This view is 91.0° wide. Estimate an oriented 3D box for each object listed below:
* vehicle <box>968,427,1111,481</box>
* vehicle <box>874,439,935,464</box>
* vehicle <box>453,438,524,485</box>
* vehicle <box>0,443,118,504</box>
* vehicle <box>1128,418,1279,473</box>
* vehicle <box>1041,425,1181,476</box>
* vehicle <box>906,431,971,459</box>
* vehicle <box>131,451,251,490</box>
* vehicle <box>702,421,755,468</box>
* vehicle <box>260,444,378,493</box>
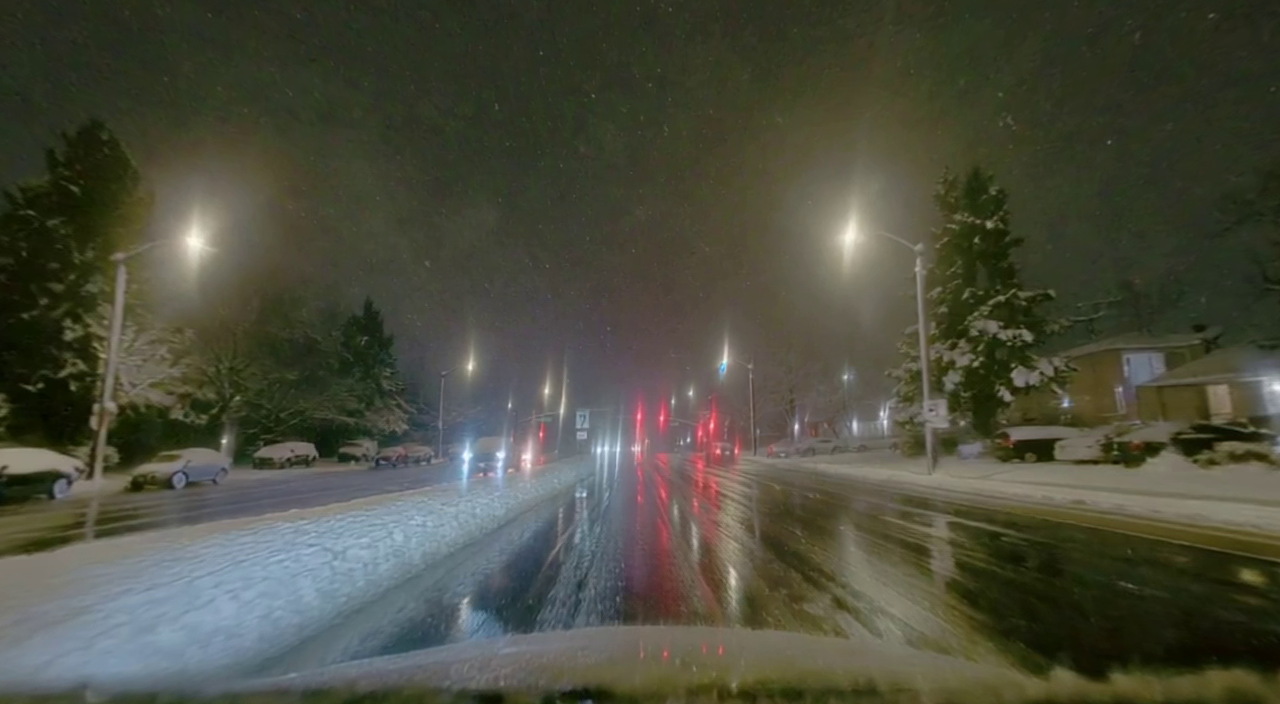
[{"bbox_3d":[14.575,3.751,23.389,2.158,1.736,4.713,-2,-8,0],"label":"vehicle"},{"bbox_3d":[17.713,6.636,42.402,1.957,1.501,4.308,-2,-8,-3],"label":"vehicle"},{"bbox_3d":[-5.827,4.259,24.779,2.002,1.635,4.271,1,-9,-4],"label":"vehicle"},{"bbox_3d":[-18.833,3.611,19.047,2.009,1.692,4.708,0,-9,0],"label":"vehicle"},{"bbox_3d":[20.175,3.299,22.397,2.020,1.727,4.526,-1,-8,1],"label":"vehicle"},{"bbox_3d":[17.122,3.623,23.214,1.931,1.699,4.307,0,-9,3],"label":"vehicle"},{"bbox_3d":[20.218,6.342,42.899,2.012,1.709,4.574,-1,-9,-2],"label":"vehicle"},{"bbox_3d":[-18.991,4.999,26.927,1.867,1.475,4.369,0,-9,1],"label":"vehicle"},{"bbox_3d":[6.564,7.045,47.814,2.802,3.208,7.459,1,-9,-2],"label":"vehicle"},{"bbox_3d":[-11.298,4.097,22.537,1.961,1.559,4.269,0,-9,0],"label":"vehicle"}]
